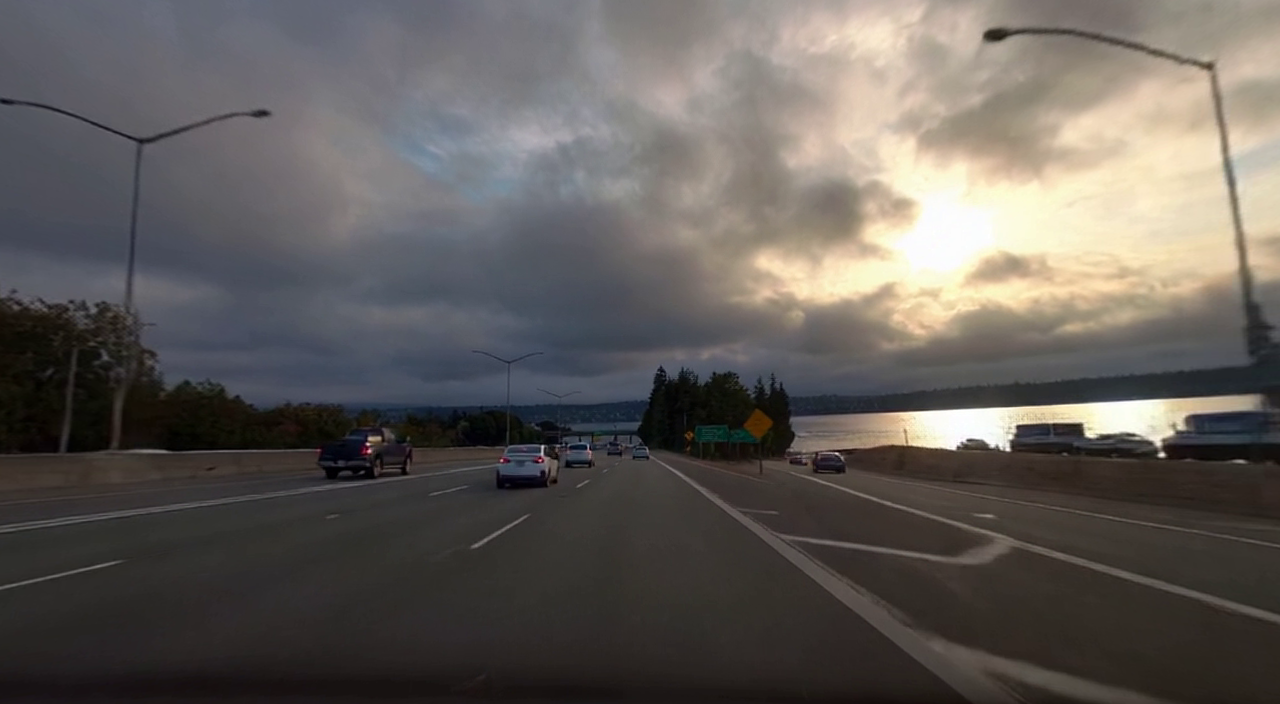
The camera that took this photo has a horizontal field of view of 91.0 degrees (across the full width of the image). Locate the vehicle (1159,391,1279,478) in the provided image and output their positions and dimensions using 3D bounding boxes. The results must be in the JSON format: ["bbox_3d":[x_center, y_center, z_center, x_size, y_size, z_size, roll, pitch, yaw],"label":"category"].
[{"bbox_3d":[27.869,3.679,27.722,3.151,3.473,9.484,0,-8,9],"label":"vehicle"}]

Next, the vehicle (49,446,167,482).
[{"bbox_3d":[-24.063,5.067,28.705,1.923,1.489,3.913,0,-9,0],"label":"vehicle"}]

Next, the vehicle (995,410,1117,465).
[{"bbox_3d":[31.595,6.676,48.606,3.997,3.685,10.600,-4,-9,12],"label":"vehicle"}]

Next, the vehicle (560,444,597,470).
[{"bbox_3d":[-4.552,7.811,47.049,2.107,1.787,4.685,0,-9,2],"label":"vehicle"}]

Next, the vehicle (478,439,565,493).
[{"bbox_3d":[-4.097,4.022,22.588,2.132,1.708,4.571,0,-9,1],"label":"vehicle"}]

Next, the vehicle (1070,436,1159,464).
[{"bbox_3d":[30.140,6.263,40.283,2.249,1.641,5.568,-2,-9,11],"label":"vehicle"}]

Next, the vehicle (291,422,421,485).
[{"bbox_3d":[-11.126,4.059,25.319,2.442,2.191,5.760,0,-9,1],"label":"vehicle"}]

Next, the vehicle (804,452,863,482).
[{"bbox_3d":[10.678,6.361,35.121,2.153,1.510,4.646,-1,-9,5],"label":"vehicle"}]
